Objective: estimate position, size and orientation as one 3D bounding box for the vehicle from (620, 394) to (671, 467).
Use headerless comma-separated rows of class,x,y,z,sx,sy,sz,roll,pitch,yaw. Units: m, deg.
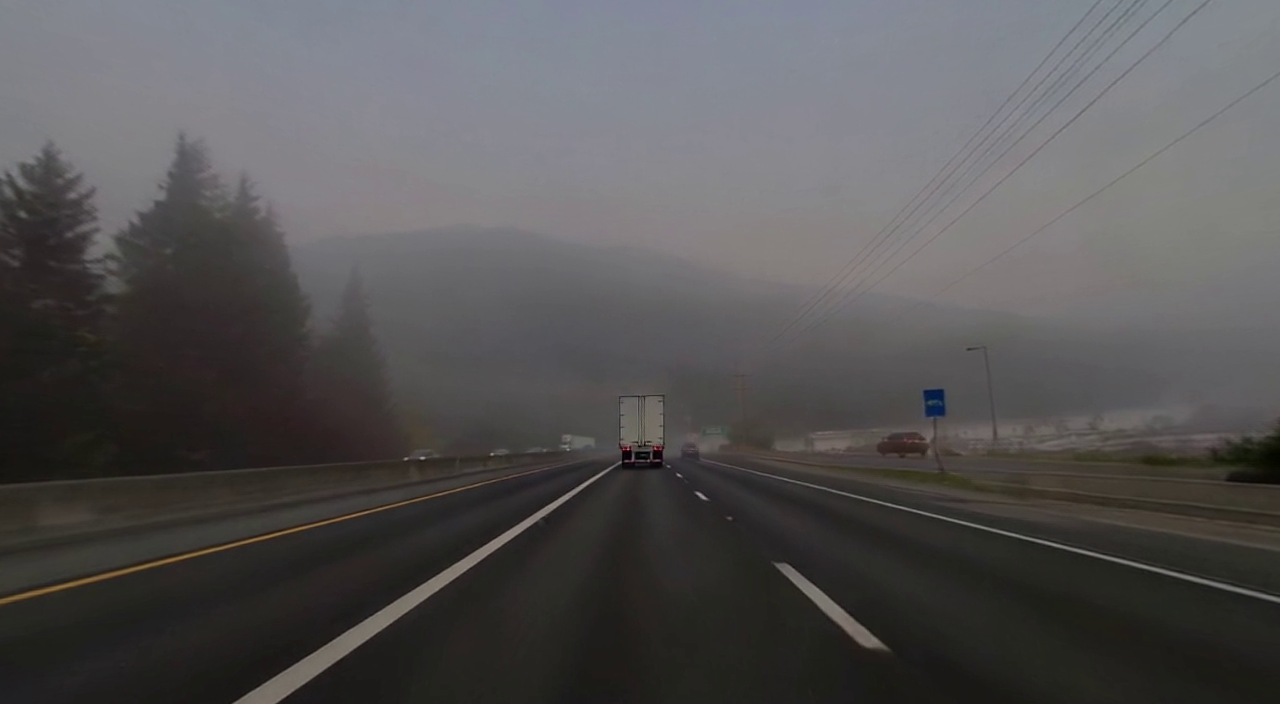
vehicle,0.249,5.333,41.769,2.919,4.101,11.541,0,-9,-1
